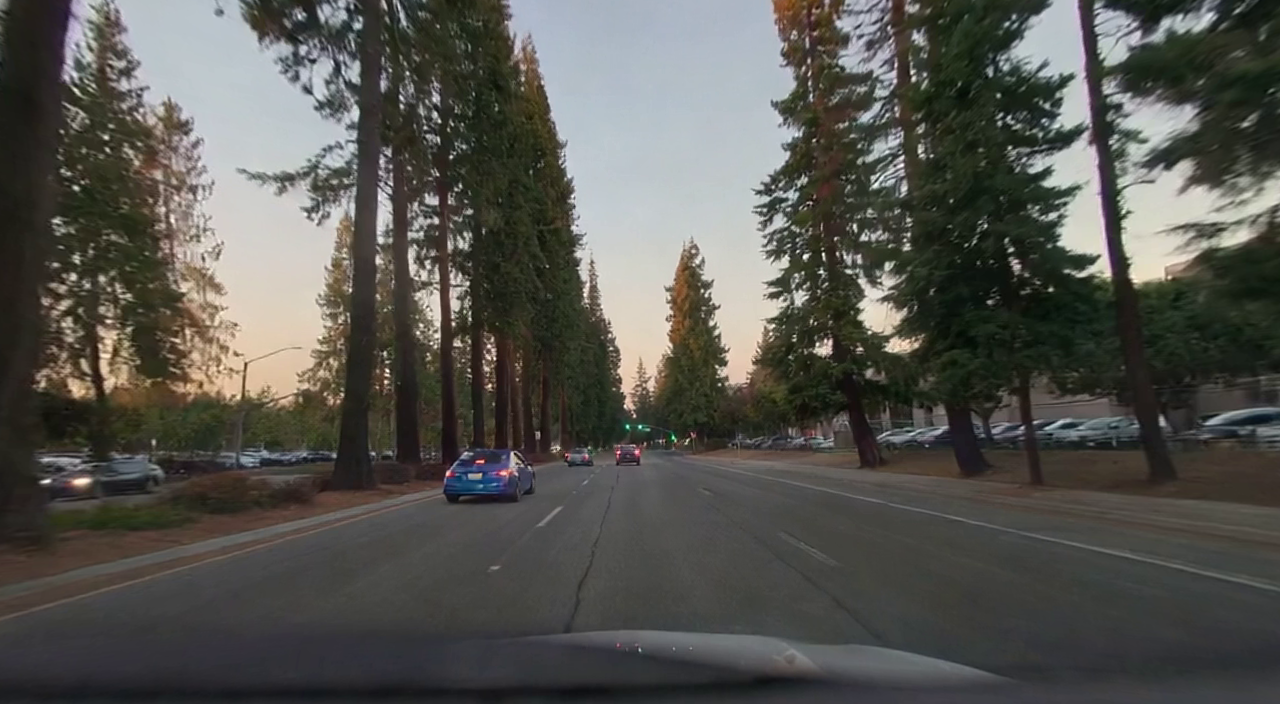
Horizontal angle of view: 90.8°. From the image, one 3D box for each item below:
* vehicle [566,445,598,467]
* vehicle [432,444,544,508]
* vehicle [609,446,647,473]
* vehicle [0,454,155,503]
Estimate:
[{"bbox_3d":[-4.353,7.858,48.049,2.103,1.592,4.160,0,-9,-1],"label":"vehicle"},{"bbox_3d":[-3.768,3.142,16.508,1.905,1.418,4.396,0,-9,-1],"label":"vehicle"},{"bbox_3d":[-0.702,6.097,36.117,1.991,1.431,4.199,0,-9,-2],"label":"vehicle"},{"bbox_3d":[-23.912,5.267,26.879,2.116,1.786,5.673,0,-9,-1],"label":"vehicle"}]
